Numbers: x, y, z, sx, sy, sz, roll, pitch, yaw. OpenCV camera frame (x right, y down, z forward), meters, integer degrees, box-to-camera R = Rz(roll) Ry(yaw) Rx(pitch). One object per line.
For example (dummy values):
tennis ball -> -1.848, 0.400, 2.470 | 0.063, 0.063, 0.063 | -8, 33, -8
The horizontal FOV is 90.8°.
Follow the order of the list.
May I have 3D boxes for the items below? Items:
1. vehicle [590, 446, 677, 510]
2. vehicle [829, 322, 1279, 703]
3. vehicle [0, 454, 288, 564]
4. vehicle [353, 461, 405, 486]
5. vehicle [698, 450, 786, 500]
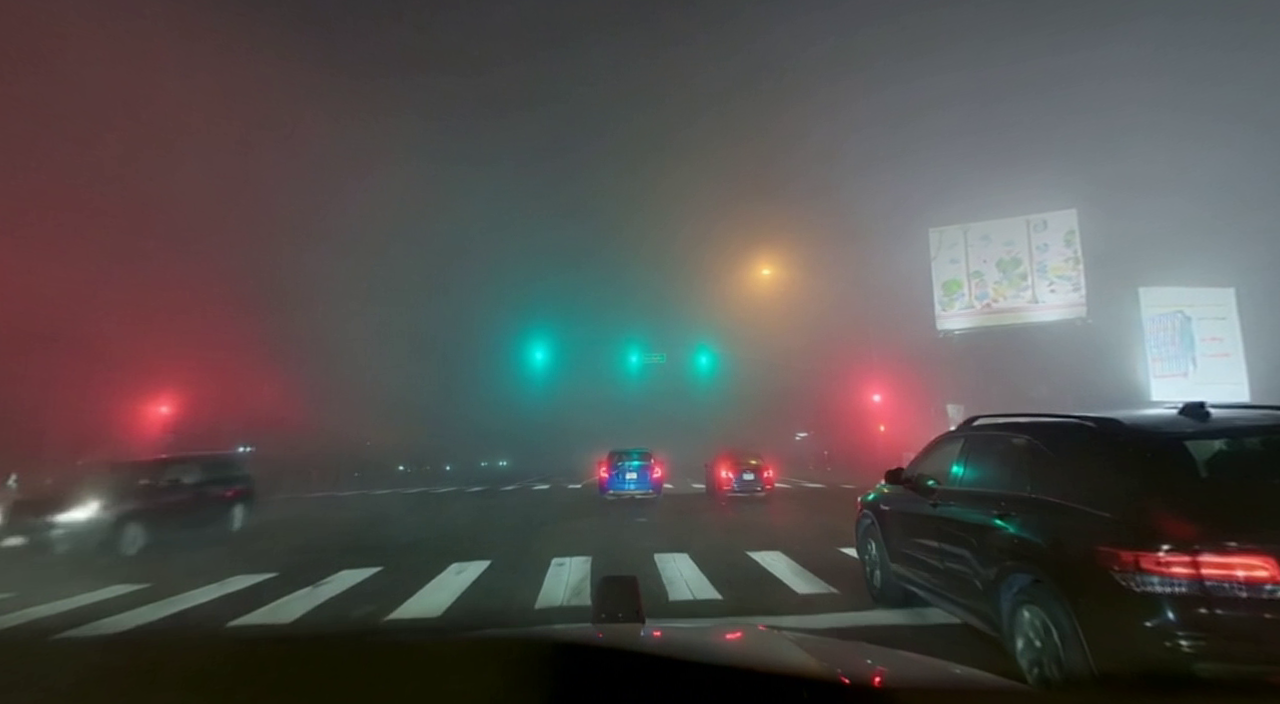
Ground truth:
vehicle -> -0.206, 3.353, 17.303 | 2.095, 1.502, 3.873 | 0, -9, -2
vehicle -> 2.982, 1.102, 4.172 | 2.047, 1.785, 4.357 | 0, -9, -1
vehicle -> -8.672, 2.642, 11.476 | 1.879, 1.510, 4.619 | 0, -9, 0
vehicle -> -19.206, 8.973, 46.741 | 1.942, 1.628, 4.721 | 0, -9, -1
vehicle -> 3.173, 3.913, 20.600 | 2.009, 1.414, 4.416 | 0, -9, -2
